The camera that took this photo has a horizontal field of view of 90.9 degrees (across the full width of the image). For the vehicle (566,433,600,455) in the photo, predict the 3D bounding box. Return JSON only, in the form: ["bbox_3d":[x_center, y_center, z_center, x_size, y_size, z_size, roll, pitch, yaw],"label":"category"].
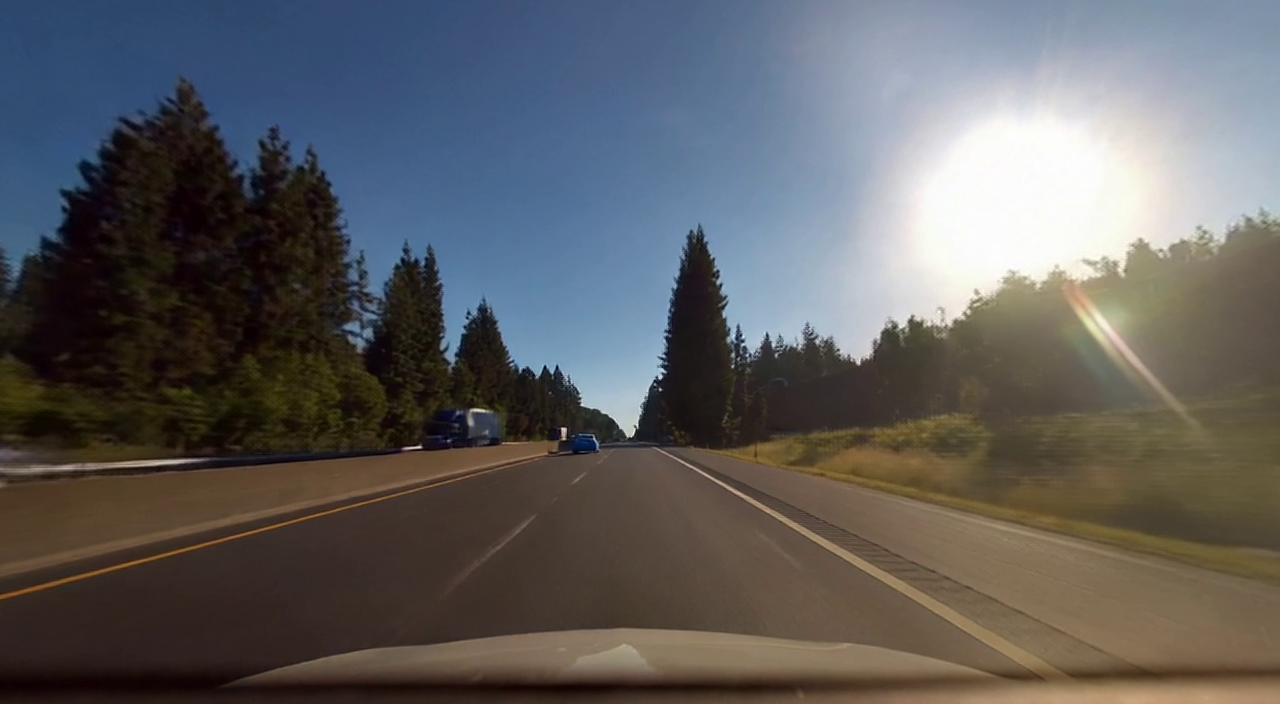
[{"bbox_3d":[-3.856,6.308,43.293,2.085,1.479,3.846,0,-8,-1],"label":"vehicle"}]
